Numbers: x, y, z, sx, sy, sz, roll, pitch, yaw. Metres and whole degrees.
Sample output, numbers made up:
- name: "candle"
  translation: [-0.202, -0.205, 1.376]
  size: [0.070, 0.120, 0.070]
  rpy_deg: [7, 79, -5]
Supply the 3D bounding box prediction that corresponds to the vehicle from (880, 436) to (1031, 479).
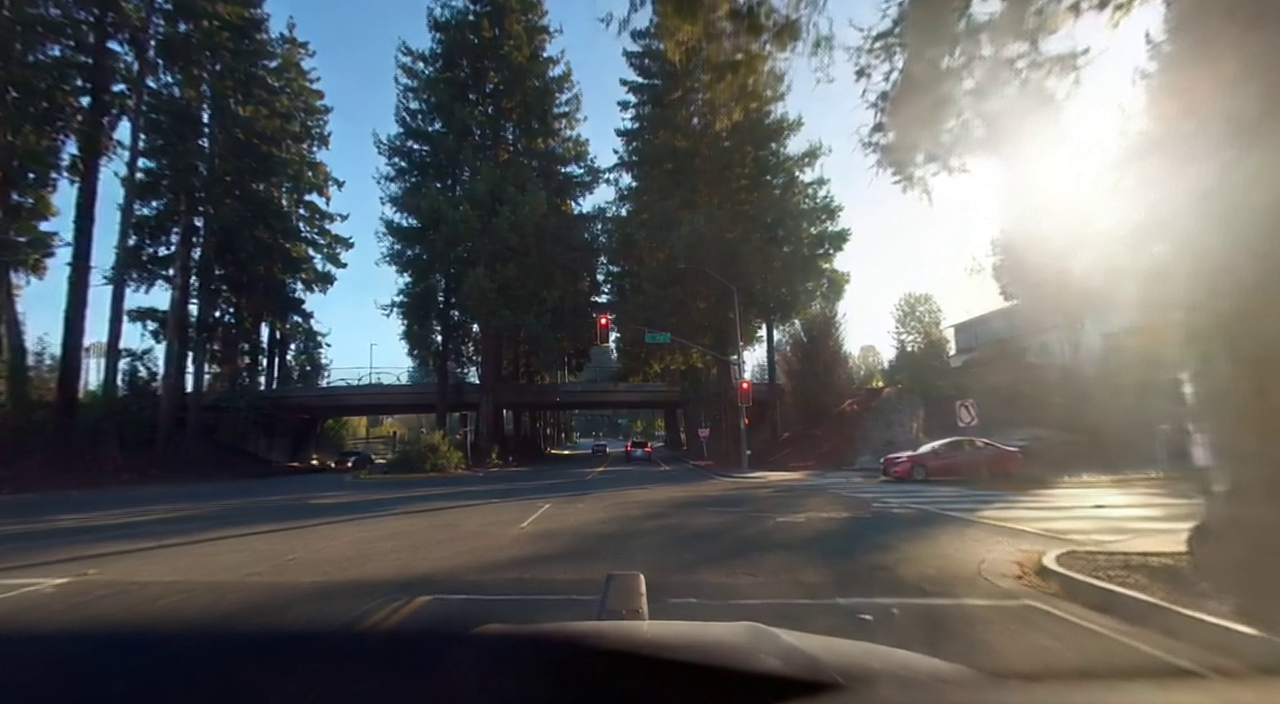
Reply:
- name: "vehicle"
  translation: [11.649, 3.899, 23.494]
  size: [4.691, 1.466, 1.800]
  rpy_deg: [1, -9, -6]
